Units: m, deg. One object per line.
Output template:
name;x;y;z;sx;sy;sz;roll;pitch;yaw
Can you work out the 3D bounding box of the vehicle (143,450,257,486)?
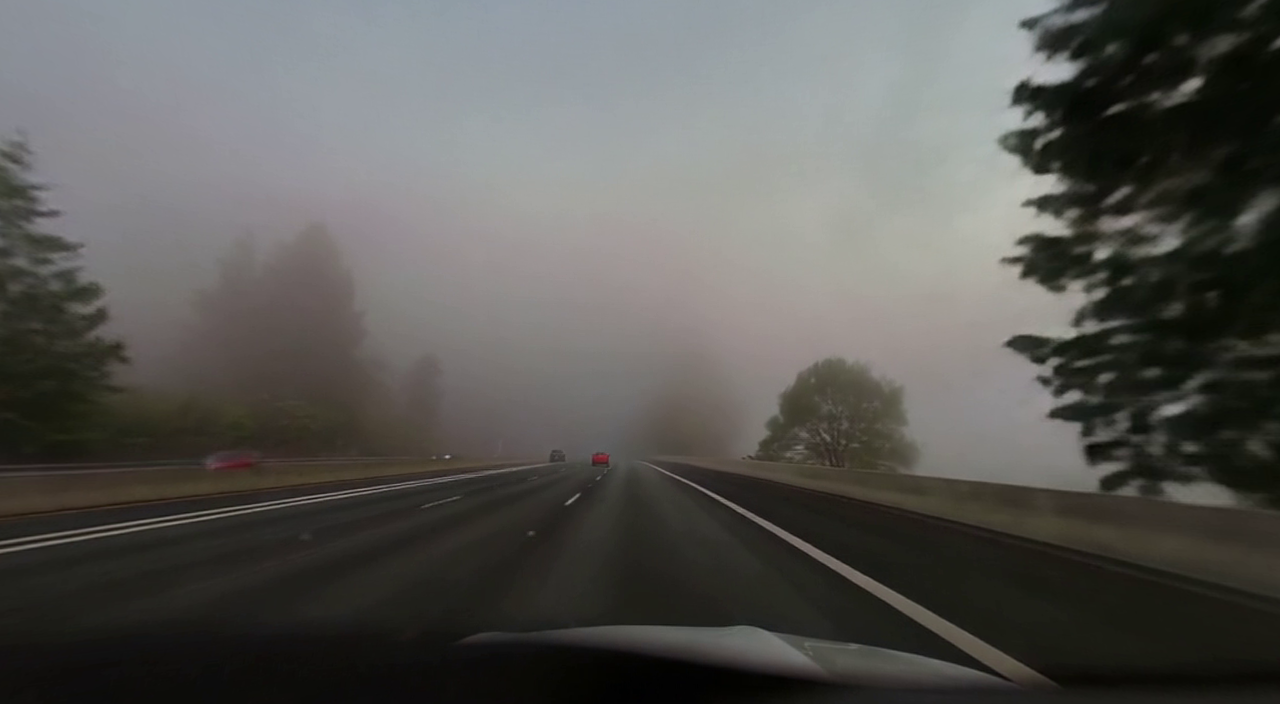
vehicle;-21.651;5.698;31.367;2.186;1.603;4.899;0;-9;-1
